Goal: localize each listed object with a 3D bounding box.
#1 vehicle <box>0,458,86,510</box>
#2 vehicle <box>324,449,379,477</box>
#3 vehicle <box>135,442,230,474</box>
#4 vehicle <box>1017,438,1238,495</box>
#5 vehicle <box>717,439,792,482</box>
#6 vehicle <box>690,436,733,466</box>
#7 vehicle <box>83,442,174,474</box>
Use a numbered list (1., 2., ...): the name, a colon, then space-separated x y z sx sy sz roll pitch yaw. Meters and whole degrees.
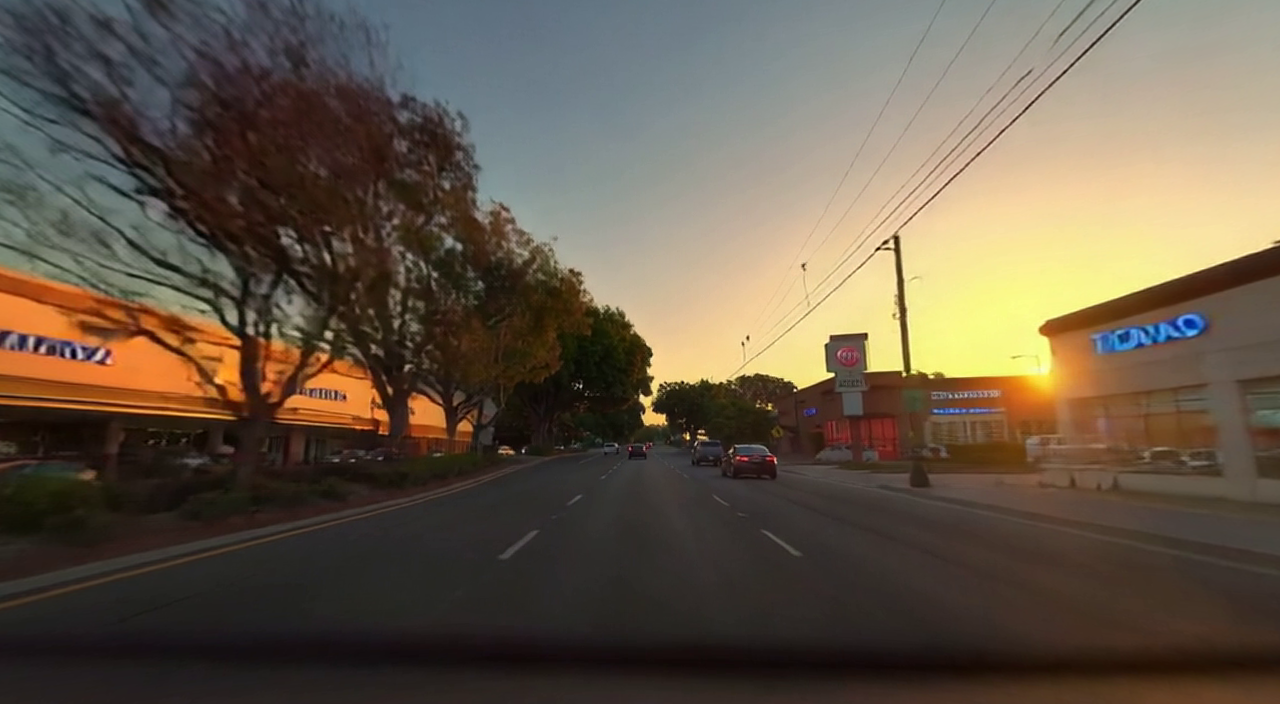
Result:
1. vehicle: -22.411 4.635 22.131 1.997 1.637 4.386 -2 -8 -2
2. vehicle: -22.244 8.525 48.778 2.058 1.837 4.990 -3 -8 -2
3. vehicle: -31.227 7.191 43.333 2.217 1.969 5.932 -1 -8 -1
4. vehicle: 14.328 3.384 18.755 4.909 1.463 1.924 -2 -9 0
5. vehicle: 4.209 4.066 23.911 1.916 1.459 4.335 0 -8 -1
6. vehicle: 4.673 6.540 41.755 2.140 1.921 4.431 0 -8 -2
7. vehicle: -34.655 7.154 42.912 2.171 1.952 4.970 -1 -9 -3
